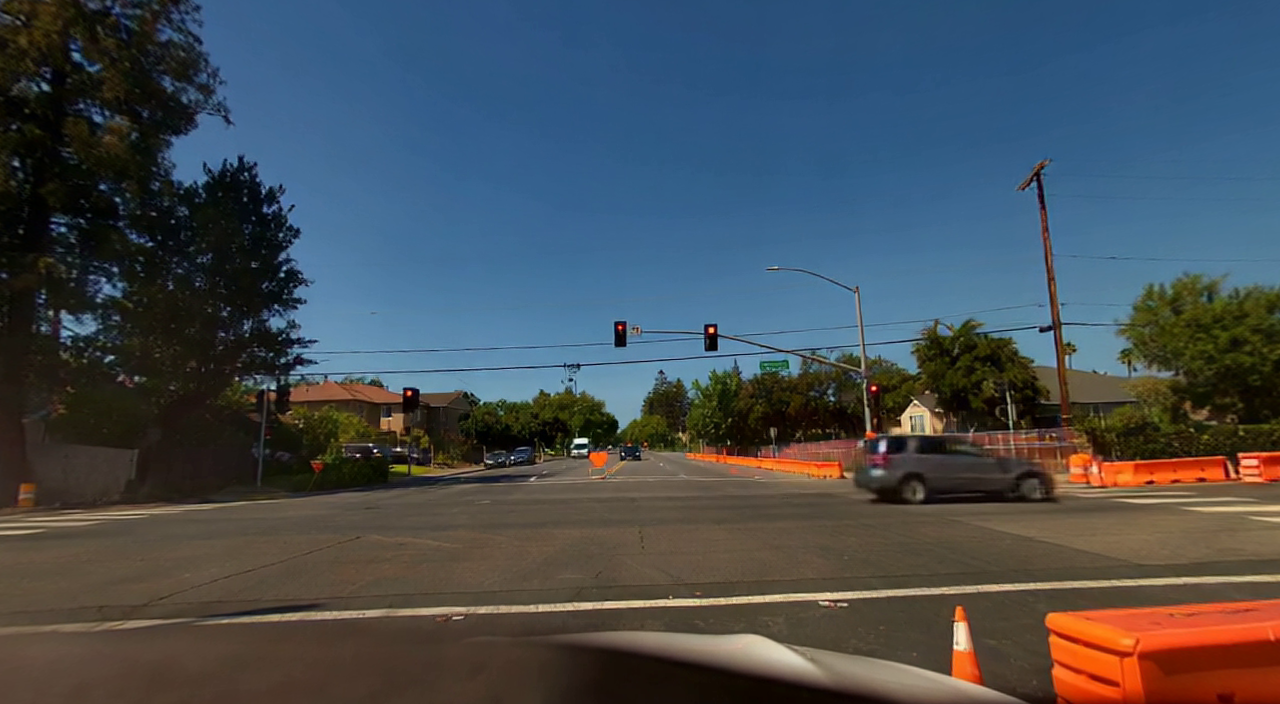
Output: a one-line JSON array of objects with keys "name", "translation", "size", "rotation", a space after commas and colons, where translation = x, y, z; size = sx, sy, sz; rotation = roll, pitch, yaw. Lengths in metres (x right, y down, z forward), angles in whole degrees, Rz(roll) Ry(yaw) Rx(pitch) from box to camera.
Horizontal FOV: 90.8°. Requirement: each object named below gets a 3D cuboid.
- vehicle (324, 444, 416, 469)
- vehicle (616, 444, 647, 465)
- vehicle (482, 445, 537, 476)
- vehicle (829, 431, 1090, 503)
[{"name": "vehicle", "translation": [-16.403, 6.374, 38.594], "size": [4.713, 1.409, 1.918], "rotation": [0, -8, -2]}, {"name": "vehicle", "translation": [-0.639, 7.495, 46.380], "size": [2.105, 1.457, 4.173], "rotation": [0, -8, -1]}, {"name": "vehicle", "translation": [-6.610, 5.530, 32.390], "size": [1.881, 1.452, 4.121], "rotation": [0, -8, 0]}, {"name": "vehicle", "translation": [7.133, 2.605, 14.546], "size": [4.860, 1.483, 2.077], "rotation": [0, -8, -1]}]
